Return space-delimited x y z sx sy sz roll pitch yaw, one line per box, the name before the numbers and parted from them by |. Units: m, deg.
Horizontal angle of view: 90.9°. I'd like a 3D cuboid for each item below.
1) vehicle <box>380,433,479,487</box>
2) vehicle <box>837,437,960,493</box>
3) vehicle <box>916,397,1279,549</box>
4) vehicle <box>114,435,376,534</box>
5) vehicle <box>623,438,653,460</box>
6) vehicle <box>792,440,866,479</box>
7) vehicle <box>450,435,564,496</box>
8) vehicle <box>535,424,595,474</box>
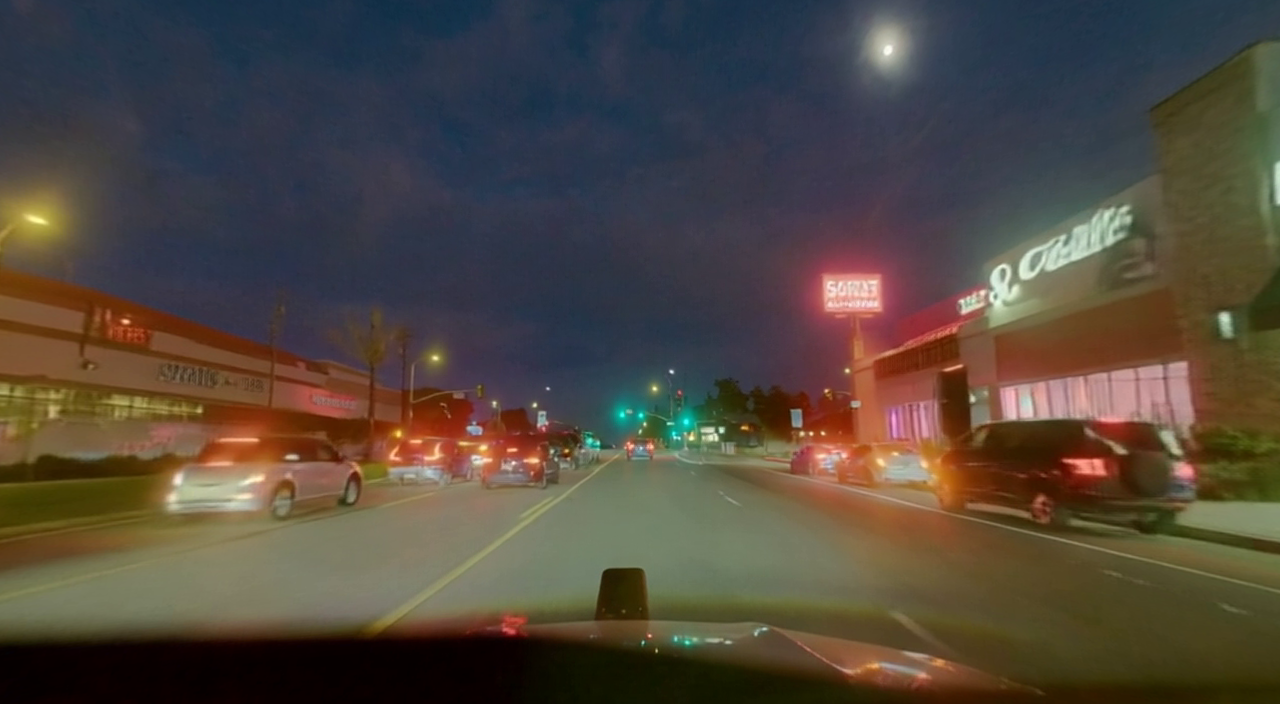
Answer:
vehicle | -6.606 3.435 20.301 1.668 1.525 4.168 0 -9 1
vehicle | 7.844 3.455 19.631 1.985 1.549 4.404 0 -9 1
vehicle | 7.329 1.991 11.093 2.256 1.936 5.838 0 -9 0
vehicle | -7.002 2.360 11.906 2.071 1.501 4.339 0 -9 1
vehicle | -0.081 7.042 45.874 2.092 1.497 4.446 0 -9 1
vehicle | 7.801 4.470 26.441 1.888 1.496 4.294 0 -9 2
vehicle | -3.500 3.103 17.582 2.044 1.462 4.624 0 -9 2
vehicle | -3.258 4.343 28.271 2.158 2.040 4.511 0 -9 0
